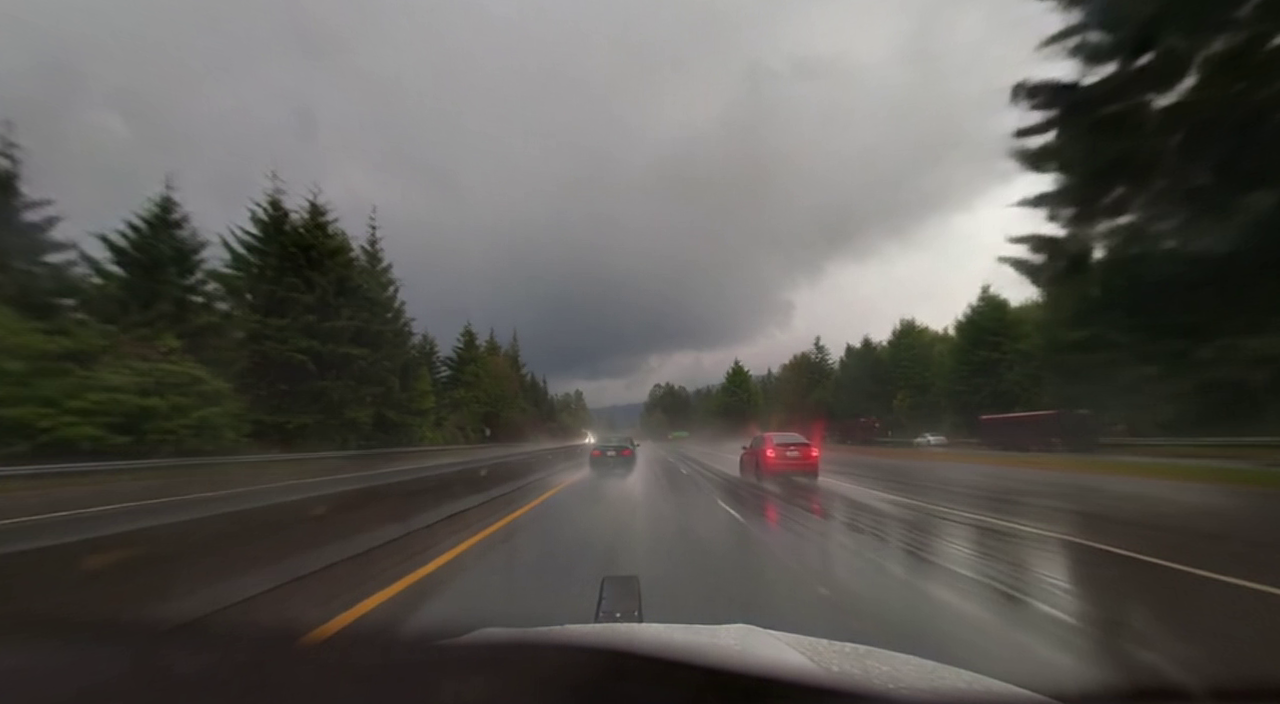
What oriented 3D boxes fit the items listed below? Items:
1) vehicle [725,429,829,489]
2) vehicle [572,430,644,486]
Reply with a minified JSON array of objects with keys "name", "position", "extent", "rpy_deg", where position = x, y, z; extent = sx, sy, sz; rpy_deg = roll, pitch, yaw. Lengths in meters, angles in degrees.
[{"name":"vehicle","position":[3.821,3.038,18.347],"extent":[2.010,1.508,4.285],"rpy_deg":[0,-8,-1]},{"name":"vehicle","position":[-0.841,3.070,18.606],"extent":[1.897,1.479,3.724],"rpy_deg":[0,-8,0]}]
